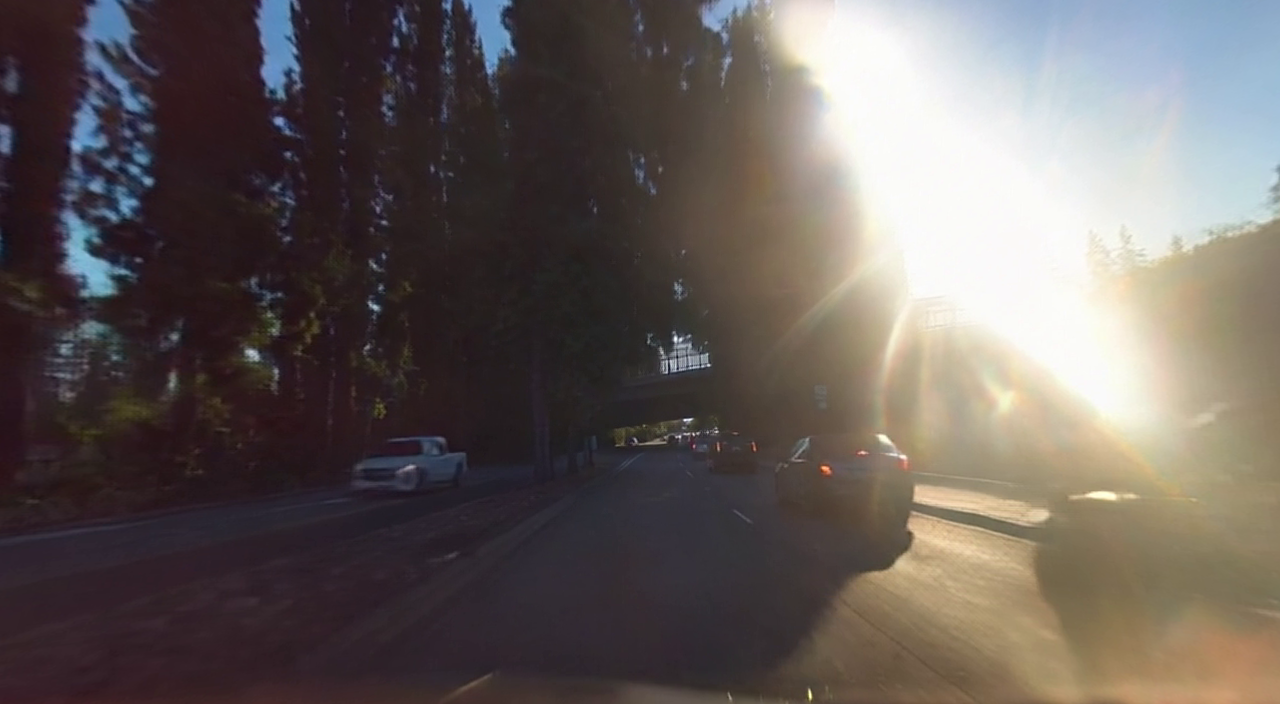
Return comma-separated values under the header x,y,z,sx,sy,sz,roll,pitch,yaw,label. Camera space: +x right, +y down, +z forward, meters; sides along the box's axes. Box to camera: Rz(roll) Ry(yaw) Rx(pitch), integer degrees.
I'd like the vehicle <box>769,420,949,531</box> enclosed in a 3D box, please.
x,y,z,sx,sy,sz,roll,pitch,yaw,label
3.844,2.244,12.002,1.938,1.710,4.249,0,-8,1,vehicle

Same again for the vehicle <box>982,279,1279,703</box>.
x,y,z,sx,sy,sz,roll,pitch,yaw,label
3.335,0.640,1.992,1.985,1.895,4.496,0,-8,1,vehicle

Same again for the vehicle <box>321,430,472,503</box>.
x,y,z,sx,sy,sz,roll,pitch,yaw,label
-6.933,3.298,18.624,2.089,1.860,4.704,-1,-8,7,vehicle

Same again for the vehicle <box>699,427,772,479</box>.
x,y,z,sx,sy,sz,roll,pitch,yaw,label
3.885,4.213,26.562,2.273,1.944,4.866,0,-8,0,vehicle
